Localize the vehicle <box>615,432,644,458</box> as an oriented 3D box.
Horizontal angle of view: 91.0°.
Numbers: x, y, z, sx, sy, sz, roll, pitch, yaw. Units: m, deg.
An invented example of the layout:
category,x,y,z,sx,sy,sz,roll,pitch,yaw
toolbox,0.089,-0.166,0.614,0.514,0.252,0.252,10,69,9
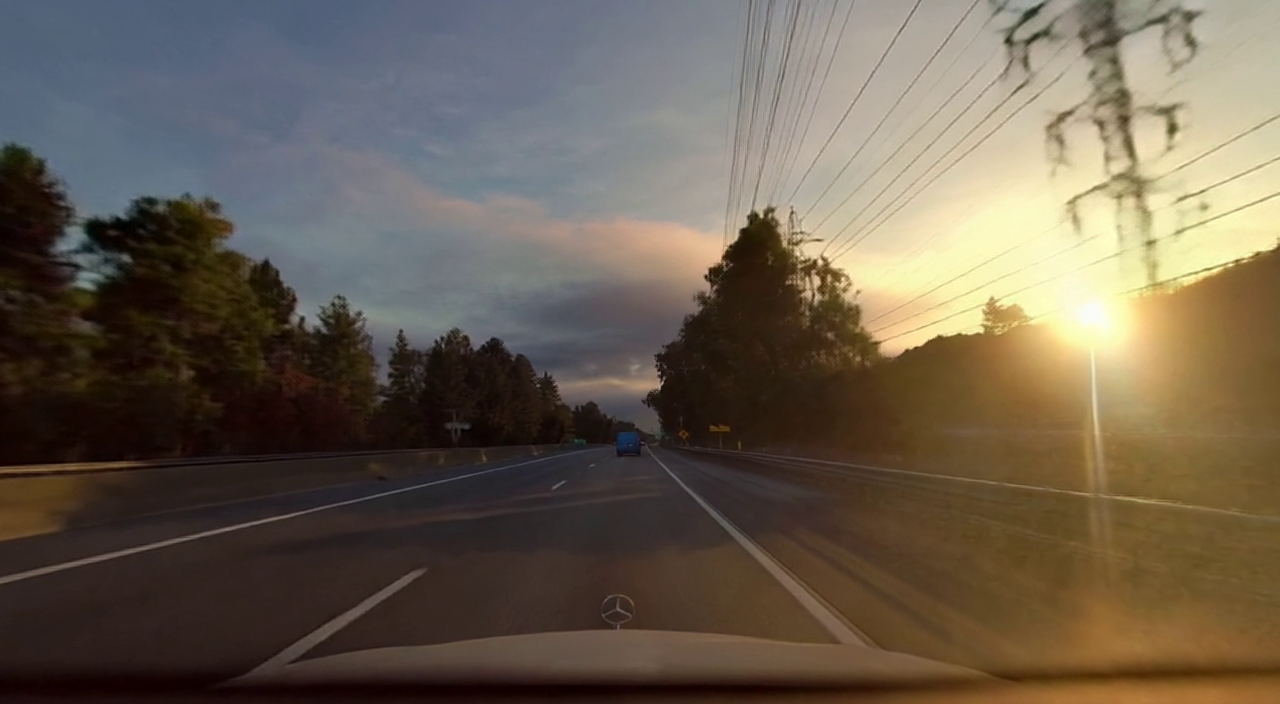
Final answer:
category,x,y,z,sx,sy,sz,roll,pitch,yaw
vehicle,-0.747,6.951,47.277,2.041,1.856,4.353,0,-8,0
